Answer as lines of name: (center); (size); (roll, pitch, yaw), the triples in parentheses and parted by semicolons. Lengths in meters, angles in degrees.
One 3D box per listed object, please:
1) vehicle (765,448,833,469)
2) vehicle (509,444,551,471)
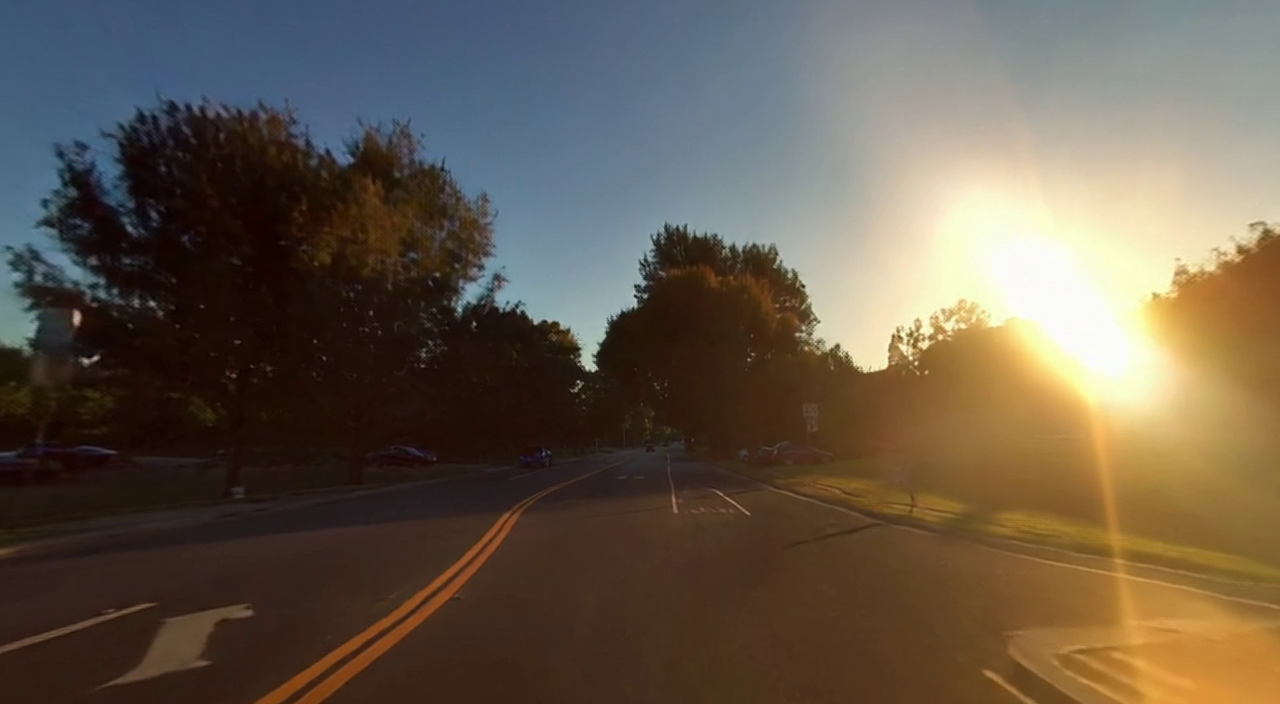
vehicle: (11.441, 7.658, 45.492); (4.460, 1.456, 1.804); (0, -9, 3)
vehicle: (-8.068, 7.784, 46.692); (2.142, 1.723, 4.275); (-3, -8, 2)
